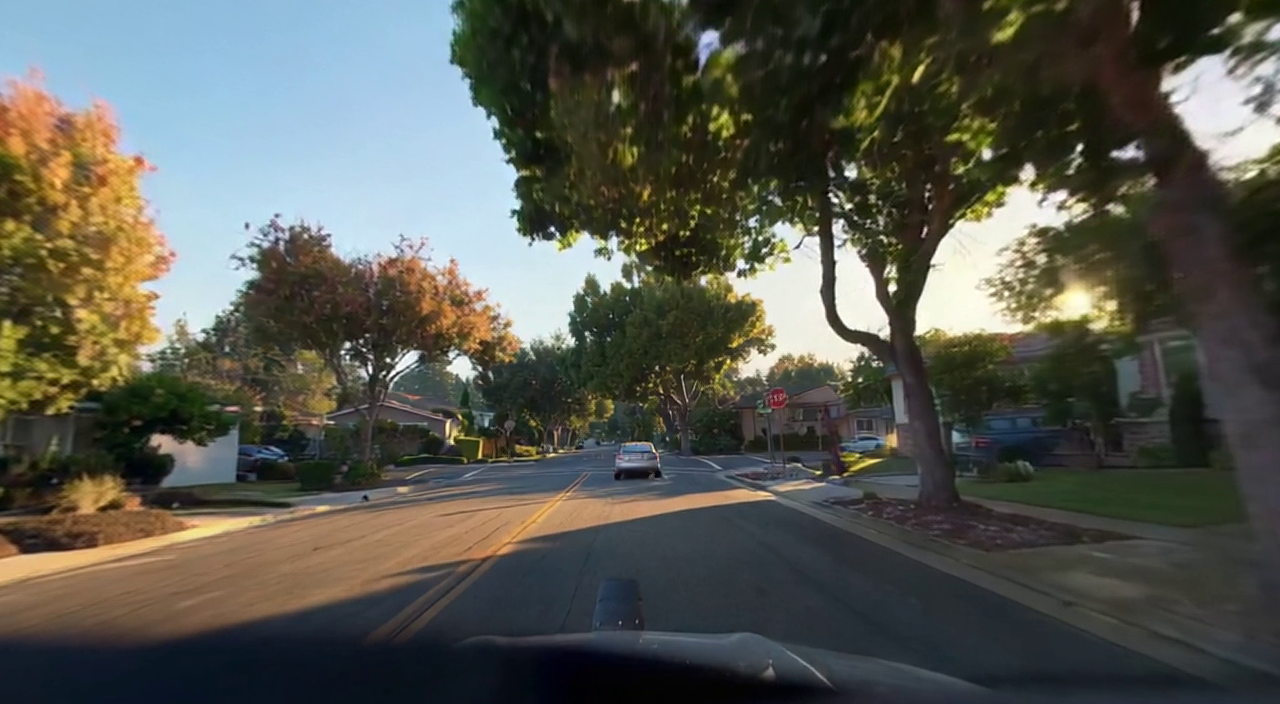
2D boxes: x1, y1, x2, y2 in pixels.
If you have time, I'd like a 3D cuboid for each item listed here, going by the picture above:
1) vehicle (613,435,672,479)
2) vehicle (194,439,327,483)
[{"bbox_3d":[0.036,3.957,23.916,2.043,1.484,4.340,0,-9,-2],"label":"vehicle"},{"bbox_3d":[-20.771,6.020,34.727,5.796,1.946,2.391,-4,-10,-2],"label":"vehicle"}]
